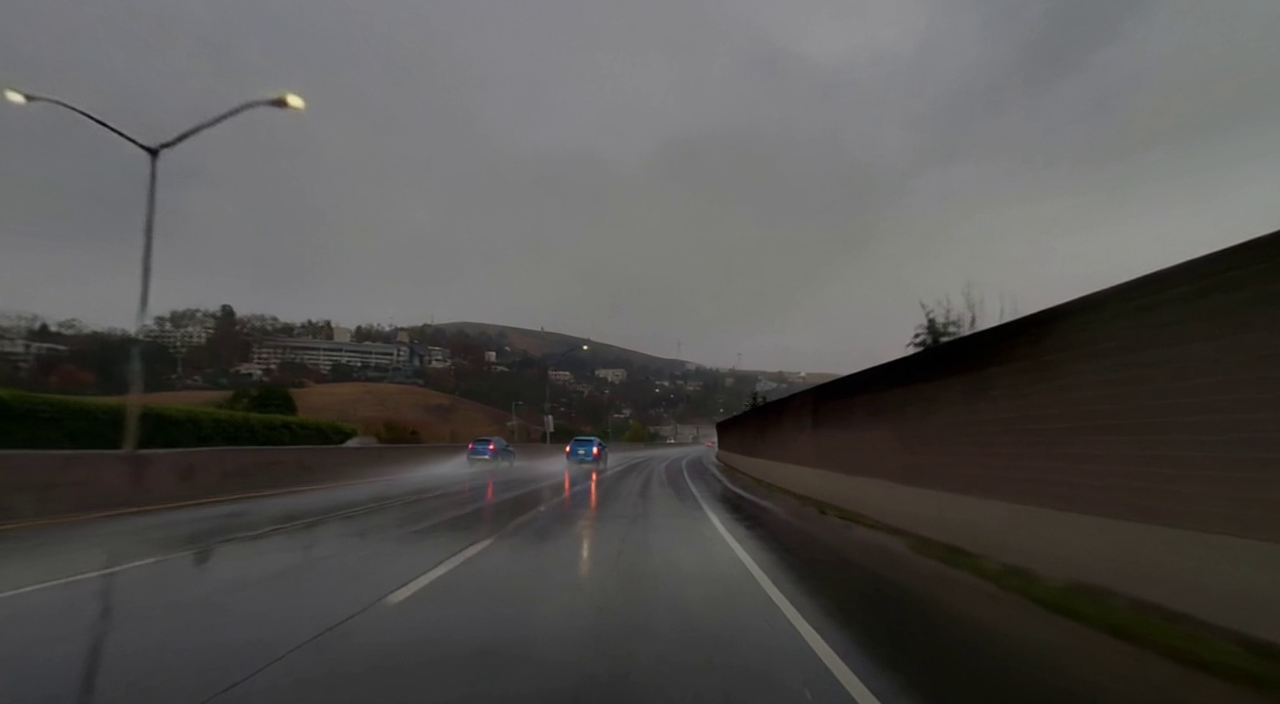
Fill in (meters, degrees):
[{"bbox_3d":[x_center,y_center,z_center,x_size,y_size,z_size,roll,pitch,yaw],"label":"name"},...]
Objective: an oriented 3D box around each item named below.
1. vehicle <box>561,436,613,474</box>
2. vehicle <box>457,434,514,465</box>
[{"bbox_3d":[-2.633,5.201,32.188,2.028,1.782,4.150,-1,-8,4],"label":"vehicle"},{"bbox_3d":[-9.443,5.995,38.884,2.039,1.746,4.528,-1,-8,5],"label":"vehicle"}]
